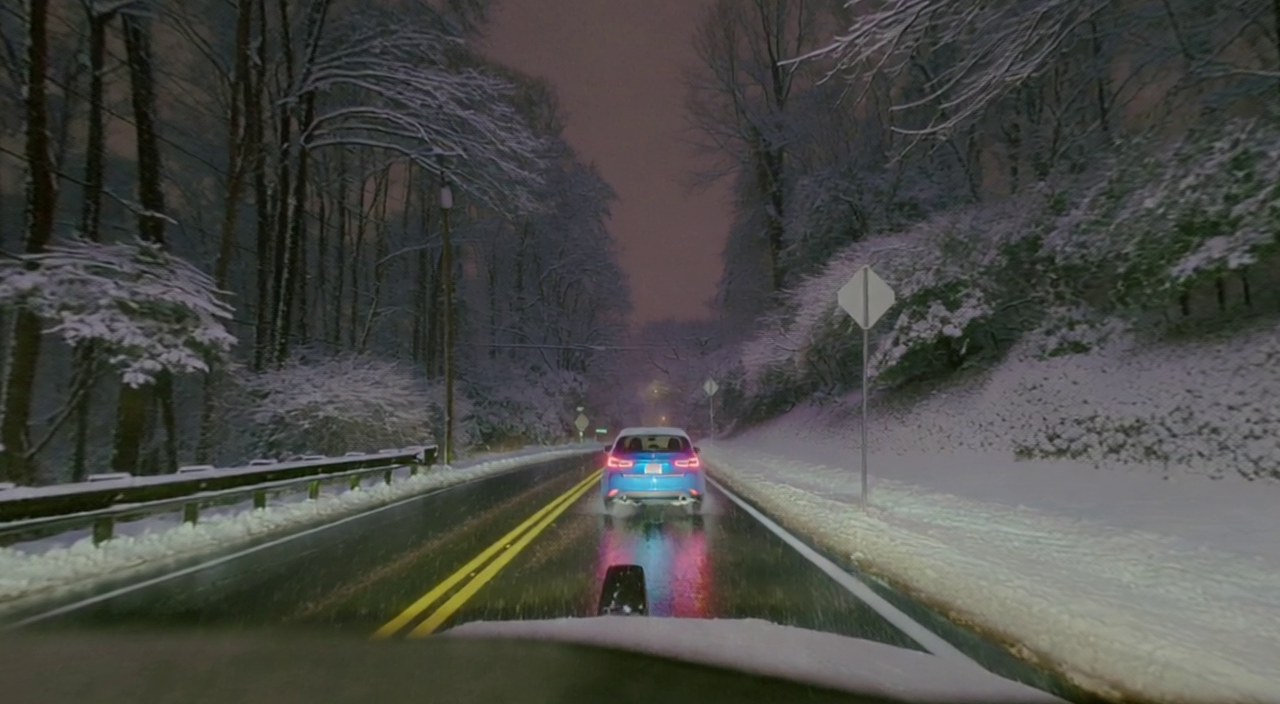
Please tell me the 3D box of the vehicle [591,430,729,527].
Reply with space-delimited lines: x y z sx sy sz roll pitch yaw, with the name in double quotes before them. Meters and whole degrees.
"vehicle" 0.322 2.291 11.932 2.187 1.533 3.726 0 -8 0
